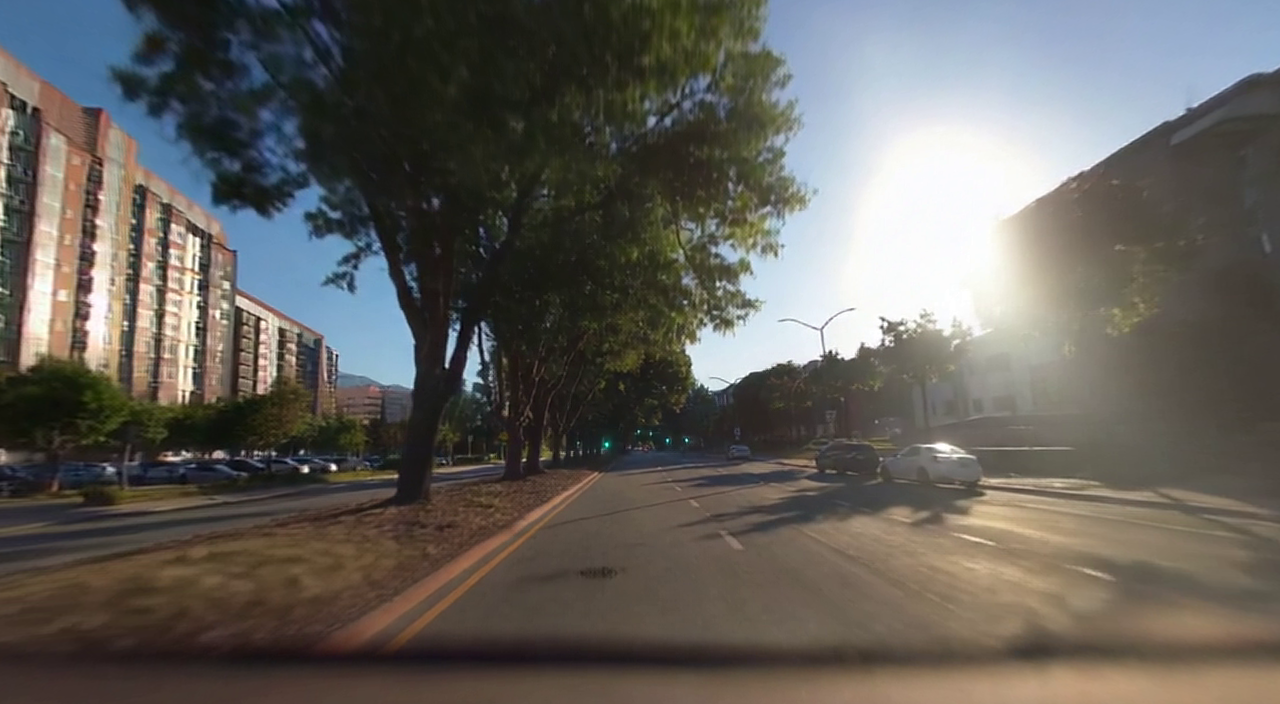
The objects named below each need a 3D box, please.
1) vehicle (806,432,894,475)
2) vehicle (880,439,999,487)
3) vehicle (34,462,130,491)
[{"bbox_3d":[9.860,4.814,30.201,2.272,1.843,4.913,1,-9,-3],"label":"vehicle"},{"bbox_3d":[10.100,3.762,21.761,1.964,1.477,4.459,0,-9,0],"label":"vehicle"},{"bbox_3d":[-32.843,7.315,37.244,3.802,1.590,1.968,-1,-9,3],"label":"vehicle"}]
